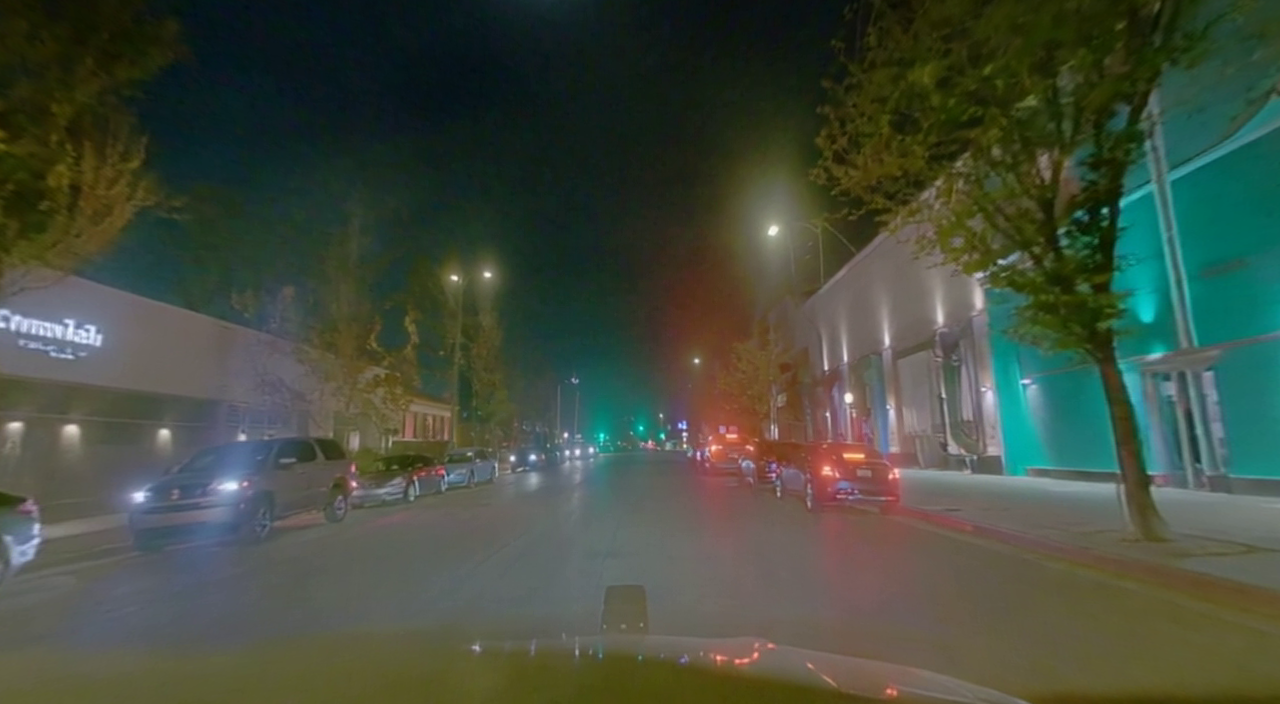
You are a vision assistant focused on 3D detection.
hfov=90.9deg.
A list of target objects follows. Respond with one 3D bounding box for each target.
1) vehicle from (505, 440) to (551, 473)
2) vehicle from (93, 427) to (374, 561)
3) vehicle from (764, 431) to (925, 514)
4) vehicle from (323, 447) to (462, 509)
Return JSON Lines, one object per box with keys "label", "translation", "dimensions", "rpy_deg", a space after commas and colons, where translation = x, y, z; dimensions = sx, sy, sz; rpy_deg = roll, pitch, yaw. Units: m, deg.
{"label": "vehicle", "translation": [-6.735, 6.349, 38.288], "dimensions": [1.996, 1.770, 5.518], "rpy_deg": [-1, -10, -2]}
{"label": "vehicle", "translation": [-7.022, 2.406, 11.769], "dimensions": [2.238, 1.891, 4.780], "rpy_deg": [-1, -7, -3]}
{"label": "vehicle", "translation": [4.261, 2.600, 14.126], "dimensions": [1.973, 1.494, 4.867], "rpy_deg": [0, -9, 0]}
{"label": "vehicle", "translation": [-7.023, 3.590, 18.565], "dimensions": [2.001, 1.502, 4.851], "rpy_deg": [-1, -8, 2]}
